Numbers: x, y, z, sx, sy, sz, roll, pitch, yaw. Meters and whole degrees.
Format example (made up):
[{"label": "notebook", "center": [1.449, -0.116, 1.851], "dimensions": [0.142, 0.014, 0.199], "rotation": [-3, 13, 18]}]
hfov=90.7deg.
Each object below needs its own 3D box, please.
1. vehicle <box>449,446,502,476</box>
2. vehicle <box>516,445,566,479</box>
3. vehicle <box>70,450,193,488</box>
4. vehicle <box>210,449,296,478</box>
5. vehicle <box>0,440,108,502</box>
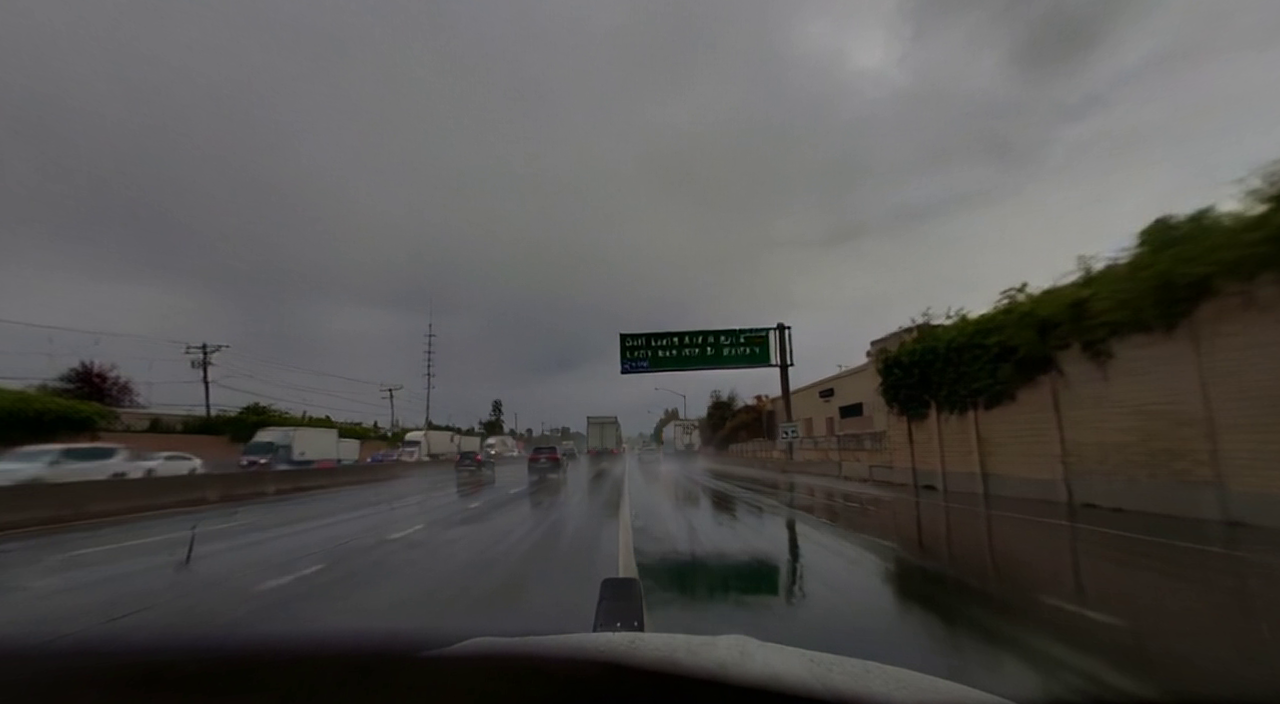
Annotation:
[{"label": "vehicle", "center": [-10.208, 6.786, 39.611], "dimensions": [2.129, 1.717, 4.593], "rotation": [0, -9, 0]}, {"label": "vehicle", "center": [-5.147, 5.772, 33.395], "dimensions": [2.132, 1.679, 4.045], "rotation": [0, -9, -3]}, {"label": "vehicle", "center": [-22.270, 5.121, 28.003], "dimensions": [1.798, 1.496, 4.490], "rotation": [0, -9, -2]}, {"label": "vehicle", "center": [-26.292, 7.542, 43.313], "dimensions": [2.212, 1.805, 5.949], "rotation": [0, -9, -1]}, {"label": "vehicle", "center": [-18.163, 3.351, 18.019], "dimensions": [2.030, 1.629, 4.673], "rotation": [0, -9, -2]}]
